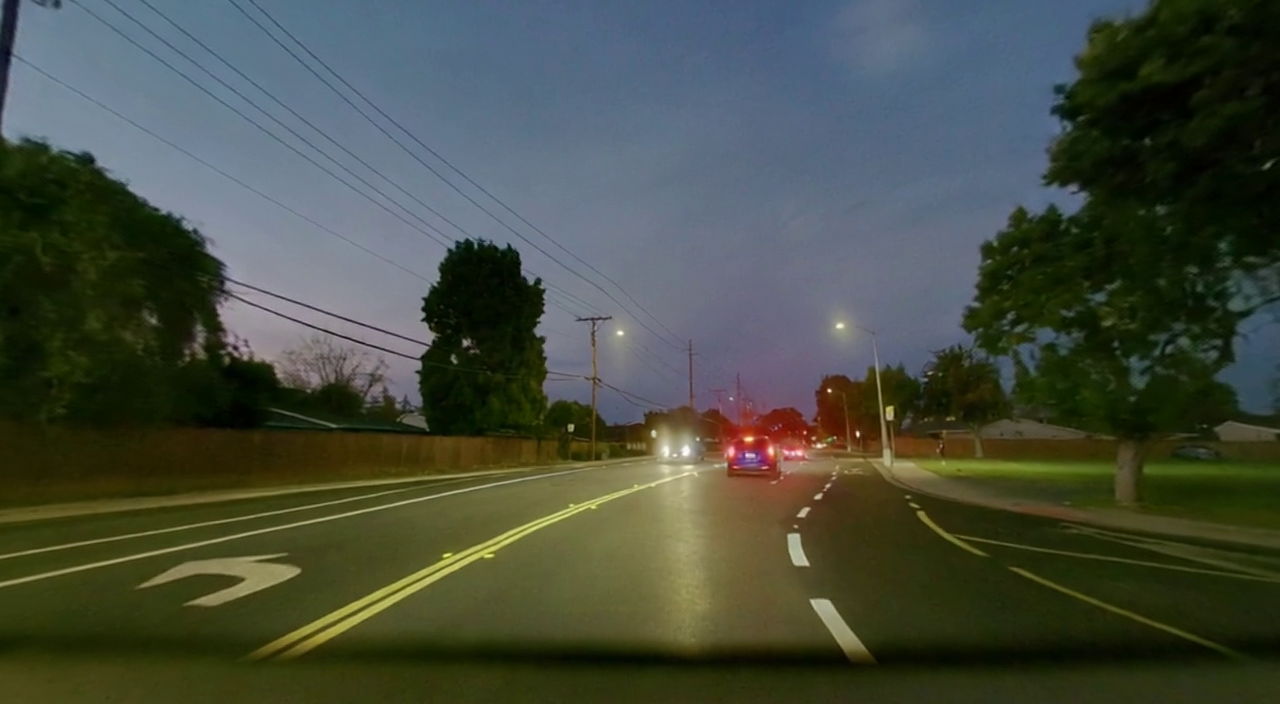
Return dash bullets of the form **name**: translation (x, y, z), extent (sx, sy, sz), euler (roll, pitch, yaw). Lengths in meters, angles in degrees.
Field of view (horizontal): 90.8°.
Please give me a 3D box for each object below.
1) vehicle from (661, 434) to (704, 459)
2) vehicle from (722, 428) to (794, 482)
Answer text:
- **vehicle**: translation (3.044, 6.683, 44.671), extent (2.226, 1.664, 4.342), euler (-2, -8, 14)
- **vehicle**: translation (4.218, 3.553, 22.099), extent (2.139, 1.699, 3.916), euler (-2, -8, 15)
